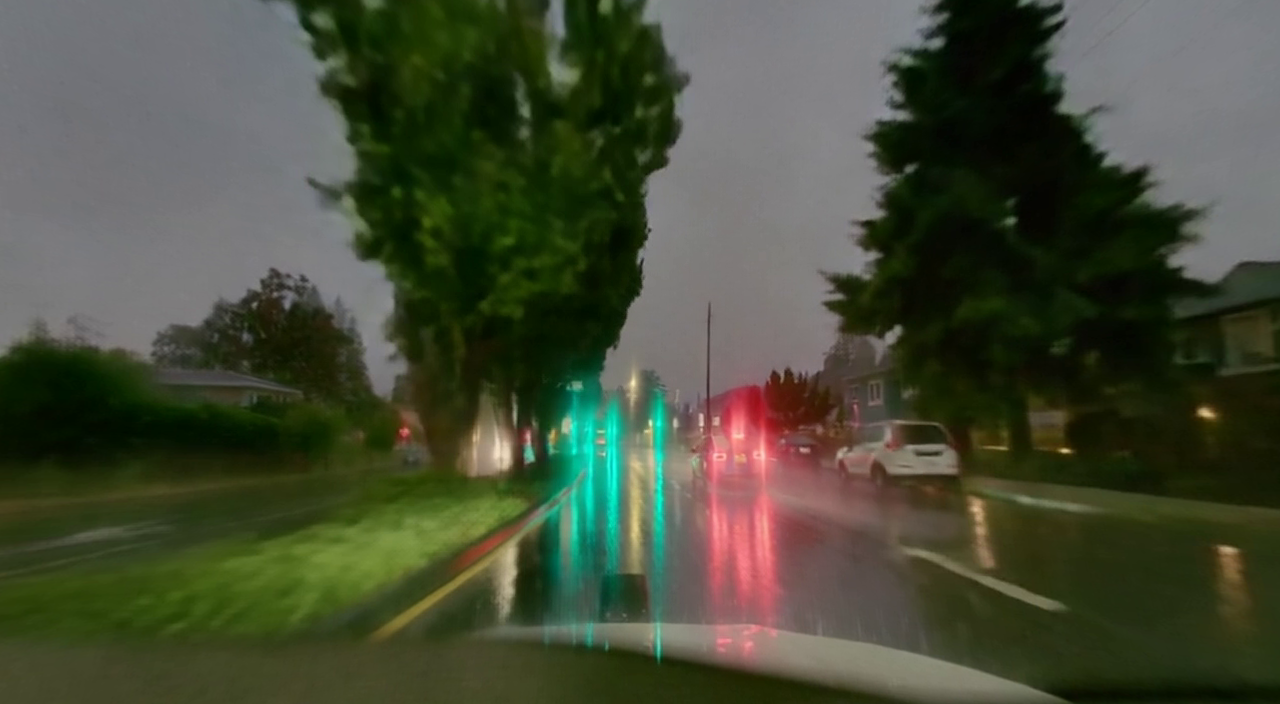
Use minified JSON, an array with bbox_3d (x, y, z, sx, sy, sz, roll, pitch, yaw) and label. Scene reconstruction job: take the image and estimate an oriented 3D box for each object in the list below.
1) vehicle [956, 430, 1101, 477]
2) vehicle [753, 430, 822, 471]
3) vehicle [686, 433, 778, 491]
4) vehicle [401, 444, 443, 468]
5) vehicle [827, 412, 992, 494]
[{"bbox_3d":[13.062,3.439,21.420,3.635,1.482,1.879,-1,-9,8],"label":"vehicle"},{"bbox_3d":[6.287,4.258,27.333,2.008,1.614,4.369,0,-8,1],"label":"vehicle"},{"bbox_3d":[2.530,3.161,18.415,1.960,1.479,4.086,0,-8,-2],"label":"vehicle"},{"bbox_3d":[-15.849,7.557,45.989,1.949,1.642,4.376,1,-9,-6],"label":"vehicle"},{"bbox_3d":[6.915,2.666,16.871,2.065,1.861,4.704,1,-8,-4],"label":"vehicle"}]
